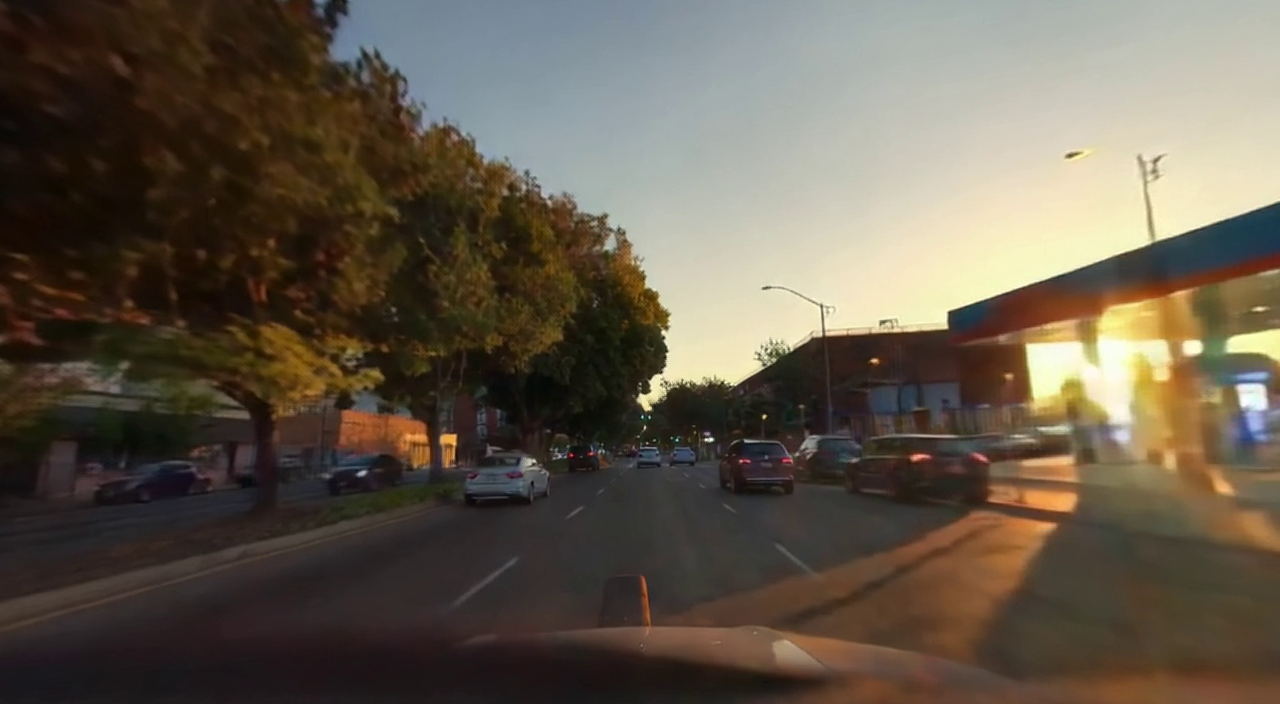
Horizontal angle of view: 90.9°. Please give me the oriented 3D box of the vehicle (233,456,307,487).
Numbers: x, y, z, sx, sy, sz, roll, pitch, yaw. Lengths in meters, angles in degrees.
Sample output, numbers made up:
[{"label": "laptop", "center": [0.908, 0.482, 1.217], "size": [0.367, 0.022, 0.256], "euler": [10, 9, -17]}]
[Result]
[{"label": "vehicle", "center": [-21.996, 7.078, 37.679], "size": [1.821, 1.645, 4.211], "euler": [0, -8, 1]}]

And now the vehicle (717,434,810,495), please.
[{"label": "vehicle", "center": [3.789, 3.558, 20.290], "size": [1.980, 1.709, 4.813], "euler": [0, -8, 0]}]

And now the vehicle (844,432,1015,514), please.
[{"label": "vehicle", "center": [7.060, 3.017, 16.158], "size": [2.417, 1.736, 5.043], "euler": [-1, -9, 6]}]

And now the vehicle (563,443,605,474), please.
[{"label": "vehicle", "center": [-3.220, 6.163, 36.742], "size": [1.988, 1.645, 3.995], "euler": [0, -8, 1]}]

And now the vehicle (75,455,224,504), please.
[{"label": "vehicle", "center": [-18.711, 4.845, 24.375], "size": [1.947, 1.616, 4.638], "euler": [0, -8, 1]}]

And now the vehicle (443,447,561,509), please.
[{"label": "vehicle", "center": [-3.402, 3.188, 16.486], "size": [2.013, 1.354, 4.393], "euler": [0, -8, 1]}]

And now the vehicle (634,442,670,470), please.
[{"label": "vehicle", "center": [0.765, 6.740, 41.031], "size": [2.192, 1.674, 4.124], "euler": [0, -8, 0]}]

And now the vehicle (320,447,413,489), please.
[{"label": "vehicle", "center": [-12.263, 5.191, 28.682], "size": [2.096, 1.720, 4.694], "euler": [0, -8, 1]}]
